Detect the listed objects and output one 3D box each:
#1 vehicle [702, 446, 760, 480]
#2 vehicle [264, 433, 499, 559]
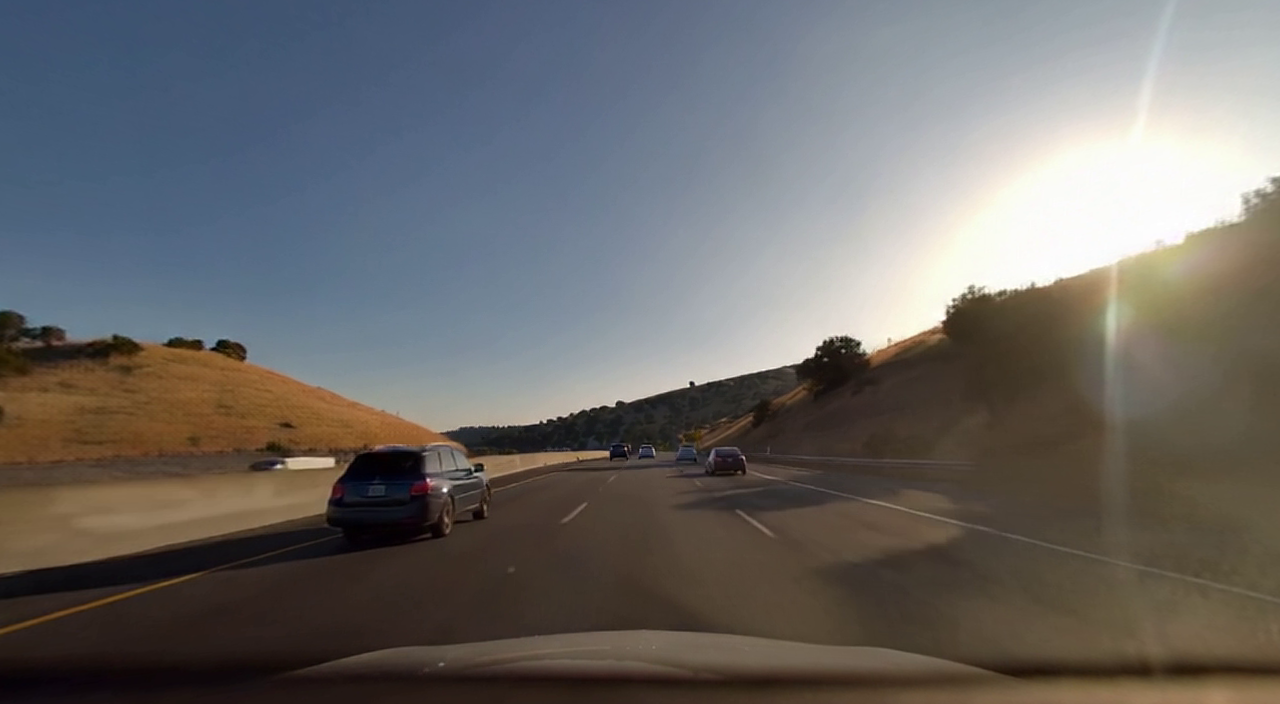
[{"bbox_3d":[3.965,4.882,27.972,1.976,1.352,3.602,0,-8,-1],"label":"vehicle"},{"bbox_3d":[-3.627,2.061,9.777,1.910,1.521,3.930,0,-8,1],"label":"vehicle"}]
